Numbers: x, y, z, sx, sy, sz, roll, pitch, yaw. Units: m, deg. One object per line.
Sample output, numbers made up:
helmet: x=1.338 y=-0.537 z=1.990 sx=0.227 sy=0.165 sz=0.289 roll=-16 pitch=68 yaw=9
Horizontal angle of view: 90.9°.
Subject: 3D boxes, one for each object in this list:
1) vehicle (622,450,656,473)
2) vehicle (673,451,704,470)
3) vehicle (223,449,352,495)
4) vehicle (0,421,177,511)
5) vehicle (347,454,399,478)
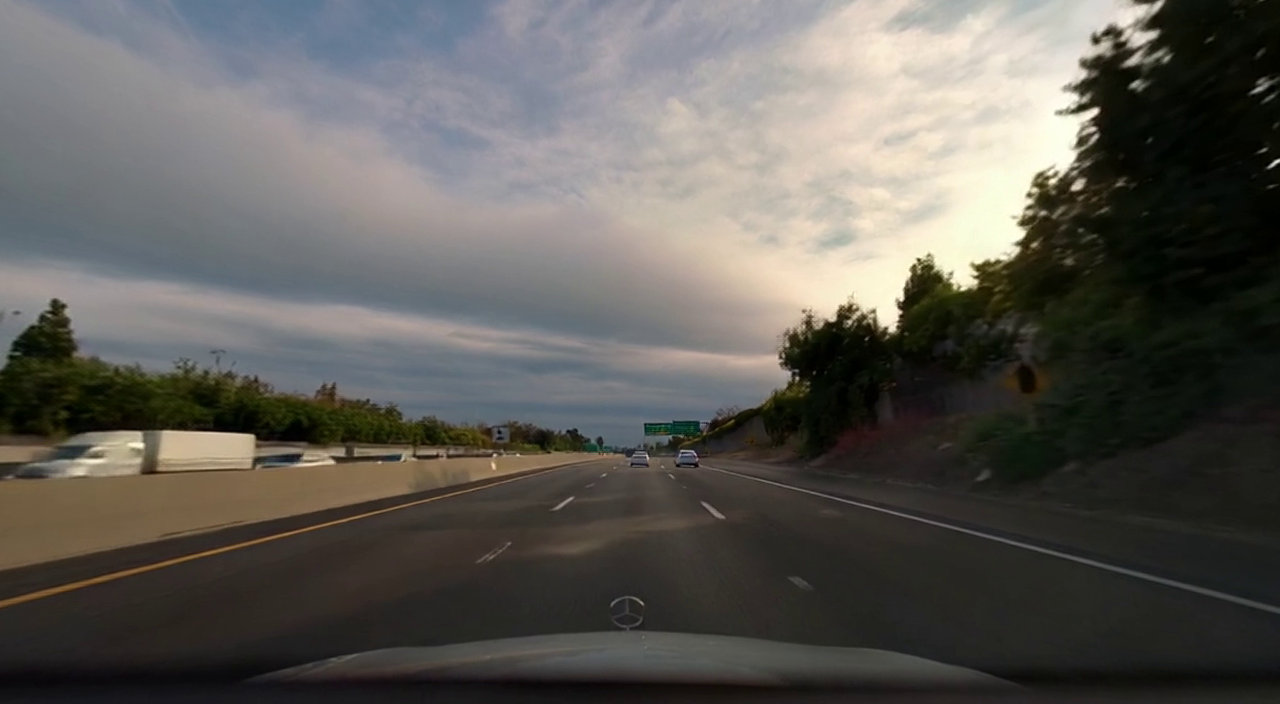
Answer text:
vehicle: x=-0.118 y=6.911 z=39.981 sx=2.065 sy=1.400 sz=4.028 roll=0 pitch=-9 yaw=-1
vehicle: x=3.611 y=8.106 z=47.211 sx=1.883 sy=1.320 sz=3.386 roll=0 pitch=-9 yaw=-2
vehicle: x=-13.581 y=4.621 z=24.754 sx=2.081 sy=1.598 sz=5.088 roll=0 pitch=-9 yaw=0
vehicle: x=-19.590 y=3.773 z=21.243 sx=2.294 sy=2.582 sz=7.204 roll=0 pitch=-9 yaw=1
vehicle: x=-18.246 y=7.783 z=43.266 sx=1.747 sy=1.480 sz=4.431 roll=0 pitch=-9 yaw=-3
